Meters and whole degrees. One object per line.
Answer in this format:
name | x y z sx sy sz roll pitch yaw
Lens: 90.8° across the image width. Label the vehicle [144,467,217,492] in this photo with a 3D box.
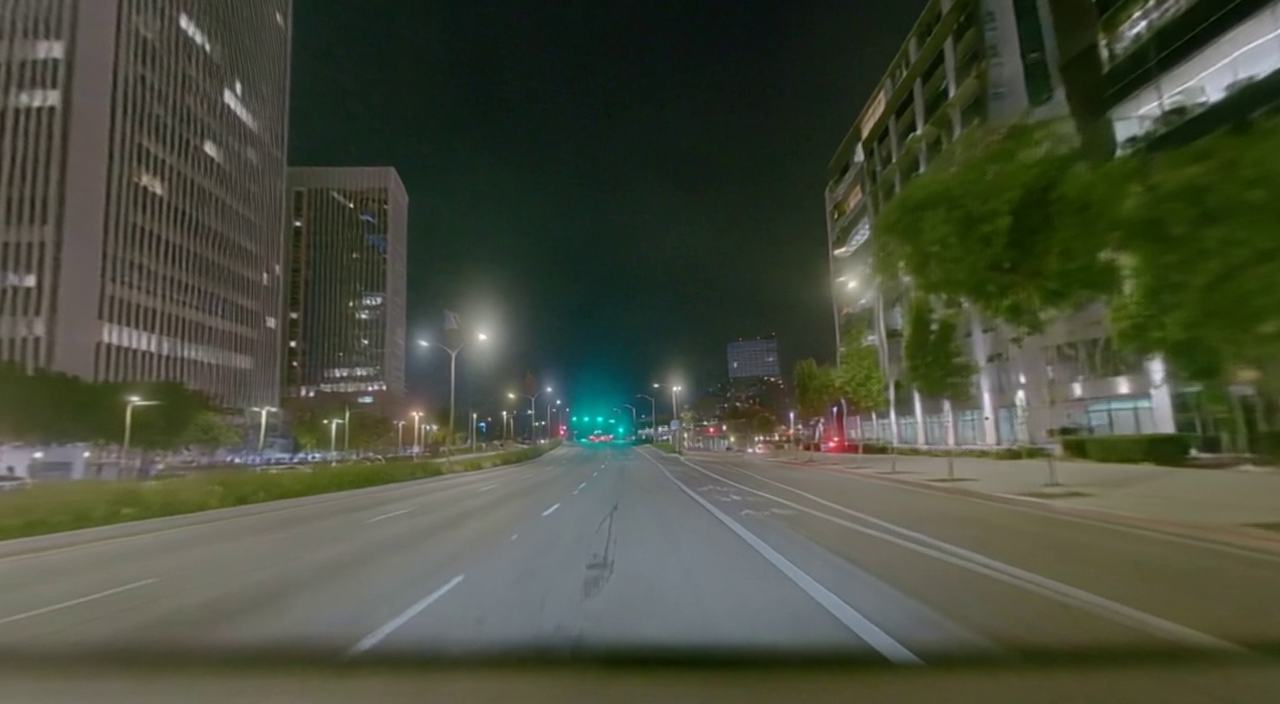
vehicle | -33.526 9.282 46.221 2.020 1.552 4.568 0 -8 -2
